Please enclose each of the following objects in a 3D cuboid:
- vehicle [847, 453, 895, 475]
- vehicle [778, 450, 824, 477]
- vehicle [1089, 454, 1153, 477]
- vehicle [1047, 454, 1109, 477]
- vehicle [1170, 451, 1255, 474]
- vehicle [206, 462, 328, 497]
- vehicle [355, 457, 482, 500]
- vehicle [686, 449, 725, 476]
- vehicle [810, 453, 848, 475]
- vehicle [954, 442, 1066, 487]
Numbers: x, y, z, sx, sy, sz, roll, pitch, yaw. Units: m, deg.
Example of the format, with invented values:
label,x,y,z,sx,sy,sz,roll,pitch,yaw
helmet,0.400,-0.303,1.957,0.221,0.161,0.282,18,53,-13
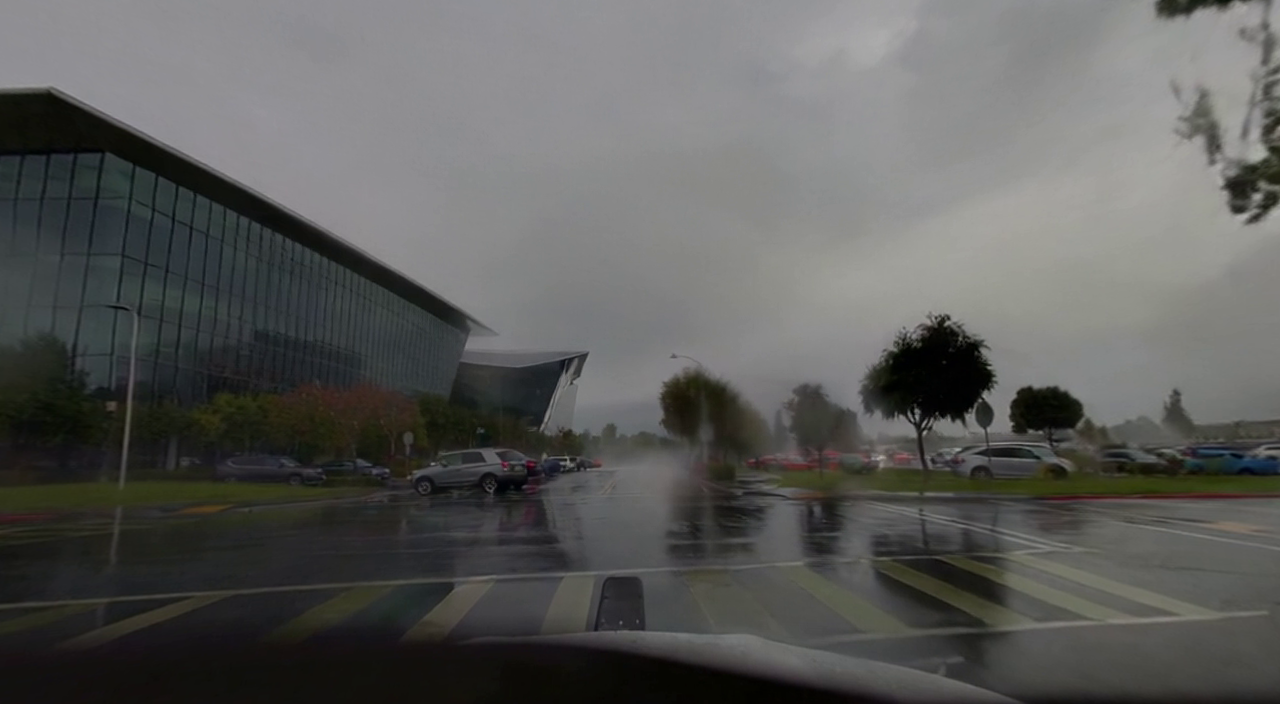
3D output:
label,x,y,z,sx,sy,sz,roll,pitch,yaw
vehicle,17.085,8.302,46.917,1.971,1.478,4.477,0,-8,1
vehicle,10.545,7.305,41.689,1.936,1.673,4.305,0,-8,1
vehicle,31.247,7.358,41.174,1.519,1.371,3.278,0,-8,-1
vehicle,28.290,7.339,40.893,1.495,1.371,3.336,-1,-10,-1
vehicle,37.000,7.116,40.971,1.678,1.423,4.191,-1,-9,2
vehicle,-16.662,5.690,28.352,4.331,1.437,1.876,-1,-9,3
vehicle,-8.698,4.914,24.891,4.442,1.504,1.809,4,-10,-28
vehicle,4.587,7.871,45.224,2.262,1.794,5.331,0,-8,0
vehicle,14.192,8.400,47.591,1.935,1.477,3.719,-1,-9,4
vehicle,16.494,5.004,28.566,2.048,1.852,4.998,0,-9,0
